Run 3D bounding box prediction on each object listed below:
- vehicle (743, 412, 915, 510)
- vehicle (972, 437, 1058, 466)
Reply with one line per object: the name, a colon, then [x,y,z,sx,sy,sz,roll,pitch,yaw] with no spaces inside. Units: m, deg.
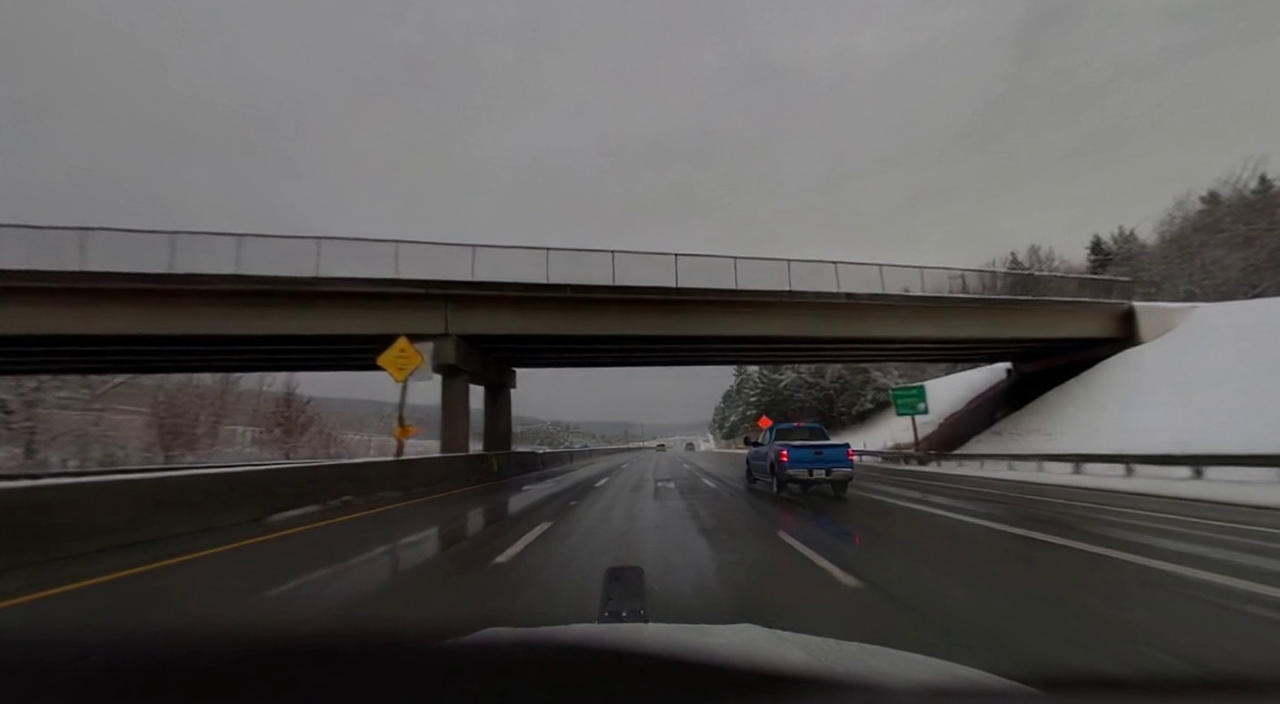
vehicle: [4.380,2.675,15.932,2.505,2.020,5.532,0,-8,-1]
vehicle: [22.000,5.842,37.237,1.911,1.577,4.477,1,-9,-8]
